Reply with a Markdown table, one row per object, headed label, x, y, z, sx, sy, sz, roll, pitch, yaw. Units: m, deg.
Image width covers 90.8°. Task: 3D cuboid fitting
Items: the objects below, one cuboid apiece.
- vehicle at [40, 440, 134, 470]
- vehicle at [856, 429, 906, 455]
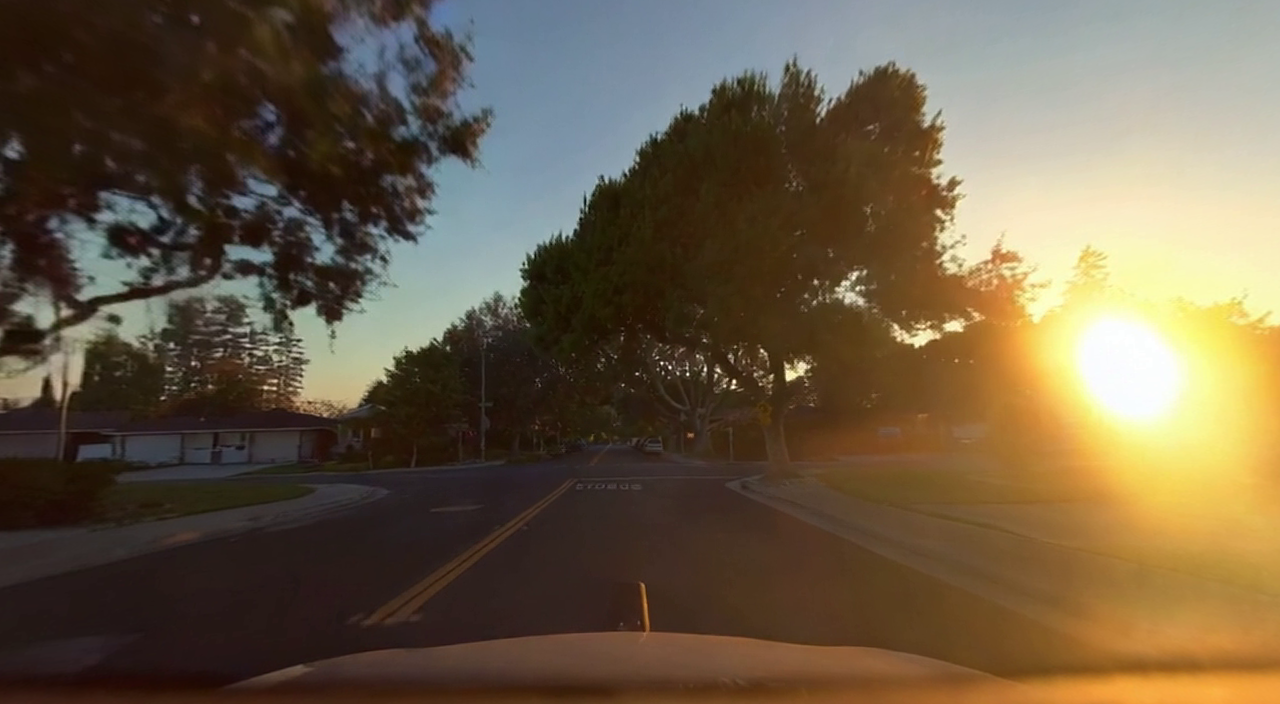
| label | x | y | z | sx | sy | sz | roll | pitch | yaw |
| --- | --- | --- | --- | --- | --- | --- | --- | --- | --- |
| vehicle | -37.265 | 6.924 | 42.770 | 2.016 | 1.908 | 4.814 | 0 | -9 | -1 |
| vehicle | 18.156 | 6.747 | 47.771 | 2.001 | 1.750 | 4.673 | 0 | -6 | 1 |
